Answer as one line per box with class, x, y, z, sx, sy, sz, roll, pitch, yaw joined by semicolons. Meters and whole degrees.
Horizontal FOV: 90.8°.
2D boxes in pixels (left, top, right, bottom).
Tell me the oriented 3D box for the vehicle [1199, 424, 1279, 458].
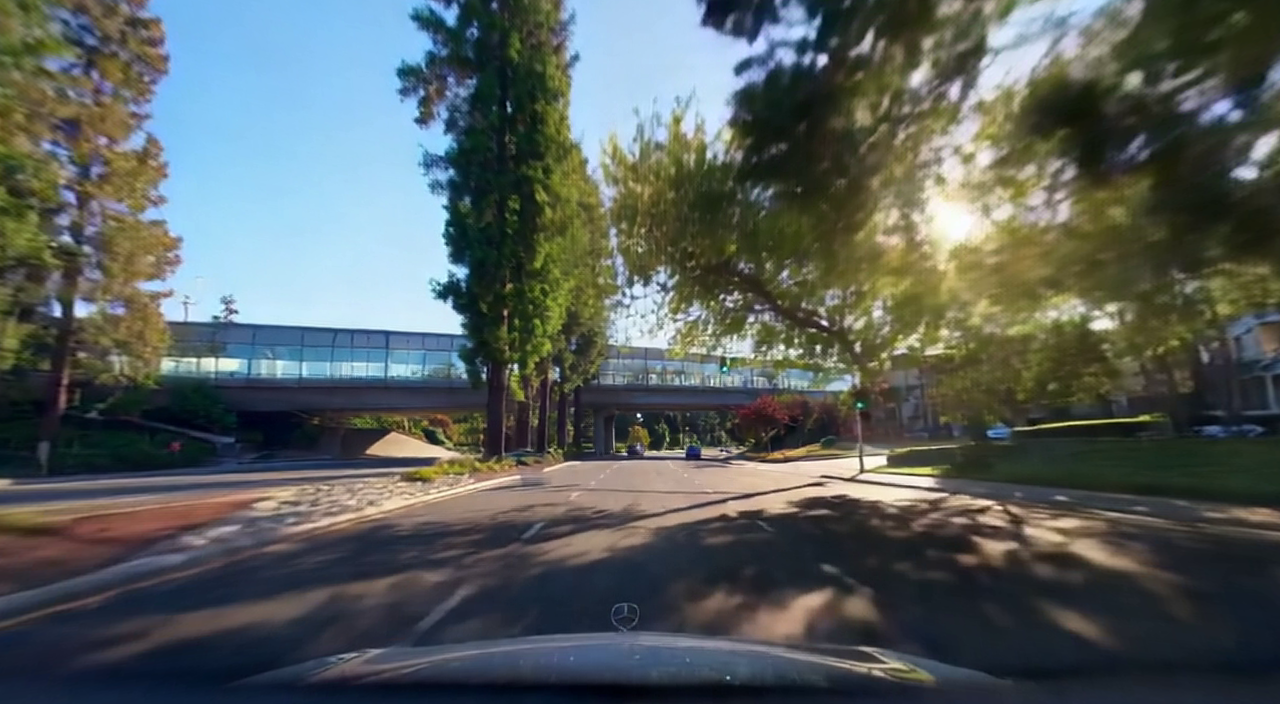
vehicle;30.089;4.314;30.789;3.796;1.461;1.695;-4;-9;6
